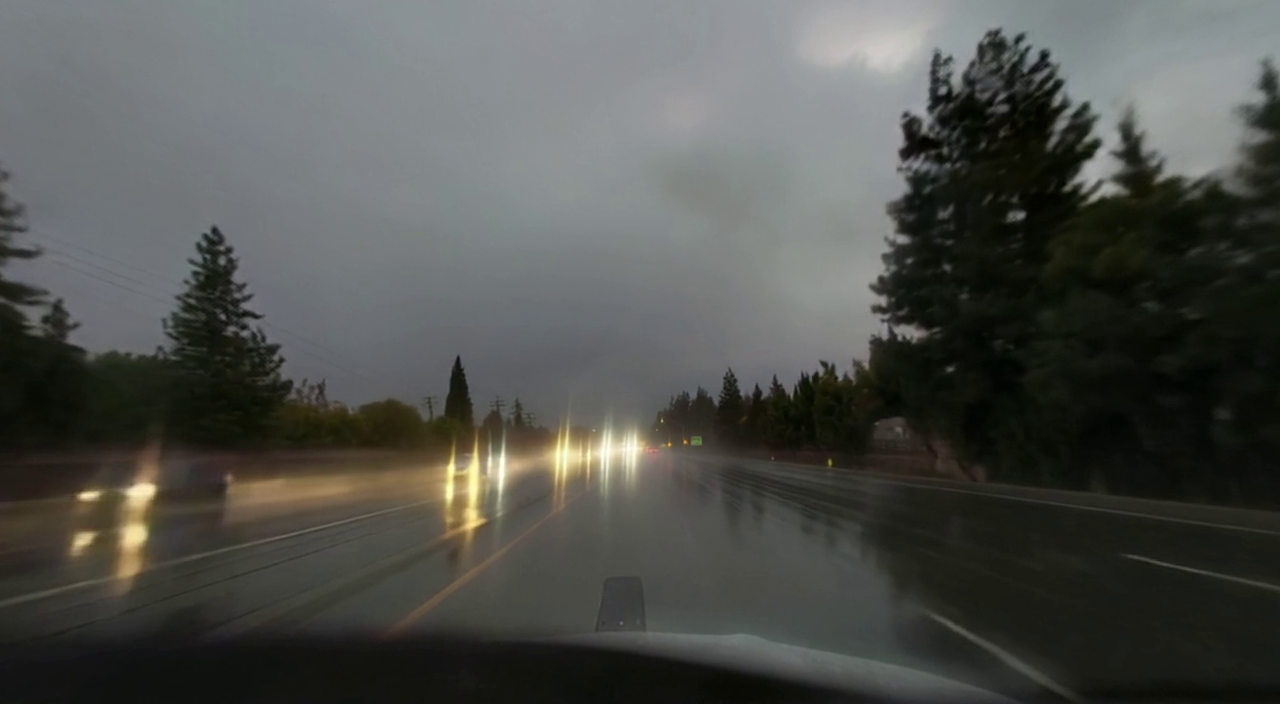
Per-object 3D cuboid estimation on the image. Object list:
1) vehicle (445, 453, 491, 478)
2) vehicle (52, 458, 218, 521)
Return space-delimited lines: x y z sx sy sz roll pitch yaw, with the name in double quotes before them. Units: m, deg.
"vehicle" -12.025 7.947 44.311 1.965 1.625 4.322 0 -9 1
"vehicle" -16.931 4.585 21.520 1.978 1.817 4.338 0 -9 0
